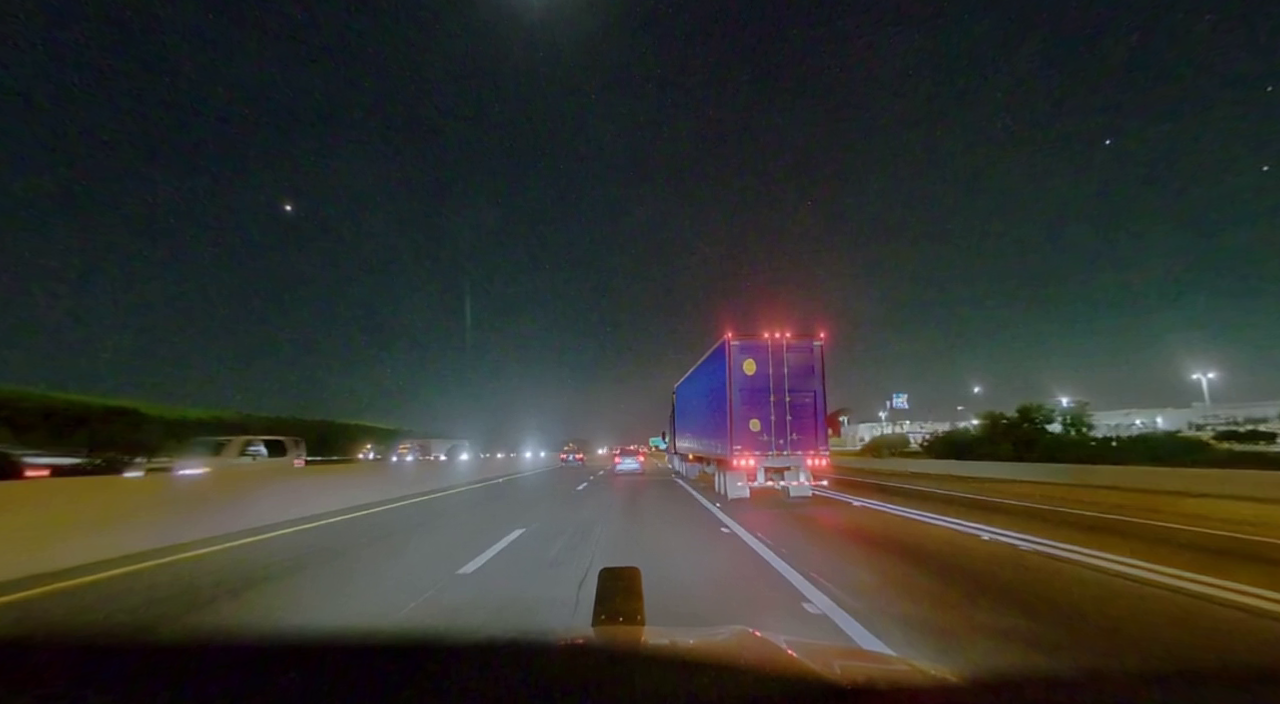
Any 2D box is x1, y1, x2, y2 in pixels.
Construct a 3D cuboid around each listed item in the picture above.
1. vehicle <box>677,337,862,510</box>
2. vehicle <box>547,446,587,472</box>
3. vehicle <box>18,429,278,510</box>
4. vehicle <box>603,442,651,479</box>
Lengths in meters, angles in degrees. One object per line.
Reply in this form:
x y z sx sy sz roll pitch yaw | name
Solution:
3.537 2.888 23.115 2.996 4.123 15.965 0 -9 -2 | vehicle
-4.478 6.664 39.501 1.995 1.491 4.317 0 -9 0 | vehicle
-11.006 2.648 14.652 1.983 1.565 4.367 -2 -9 13 | vehicle
-0.616 5.273 30.950 2.191 1.685 4.015 0 -9 -1 | vehicle
